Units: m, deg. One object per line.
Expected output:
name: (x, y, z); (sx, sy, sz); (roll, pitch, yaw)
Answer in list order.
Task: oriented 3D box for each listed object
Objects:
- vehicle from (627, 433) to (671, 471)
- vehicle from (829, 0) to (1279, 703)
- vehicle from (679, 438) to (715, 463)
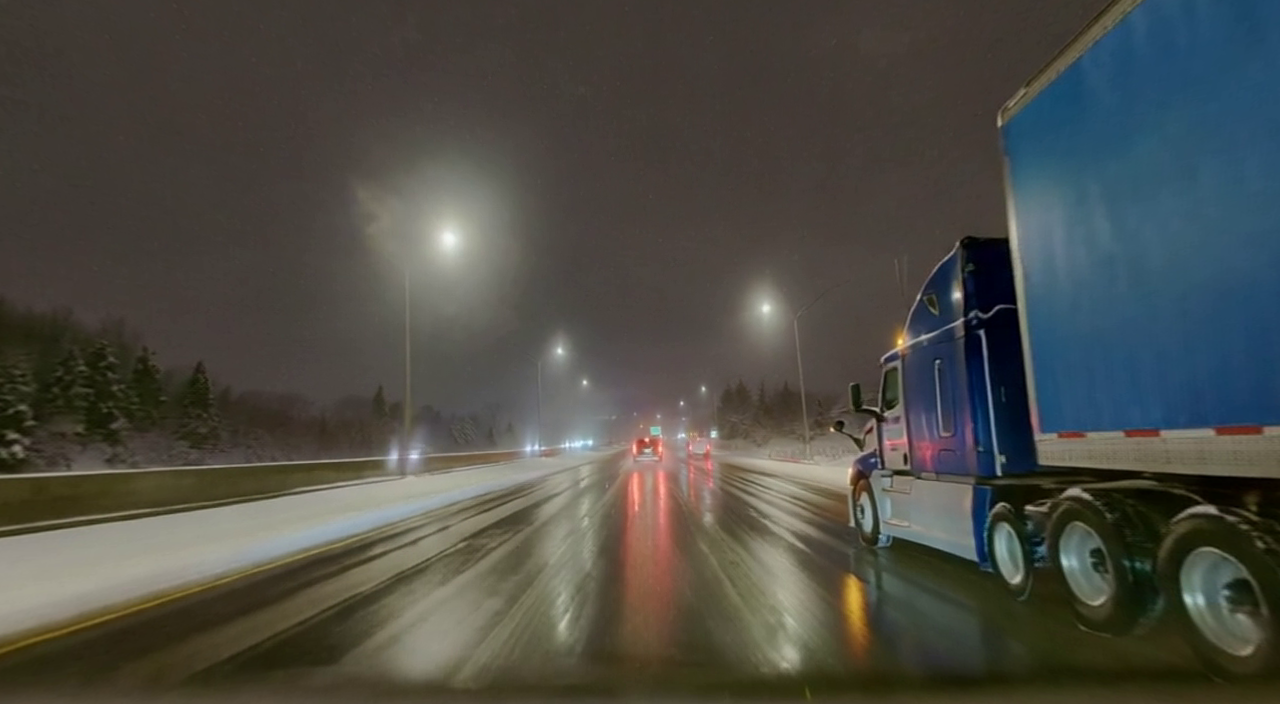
vehicle: (0.420, 5.279, 33.500); (2.205, 1.860, 4.301); (0, -9, 0)
vehicle: (4.351, 0.124, 5.075); (3.030, 3.985, 8.655); (0, -9, 1)
vehicle: (4.349, 7.556, 48.559); (2.215, 1.798, 4.776); (0, -9, -1)
